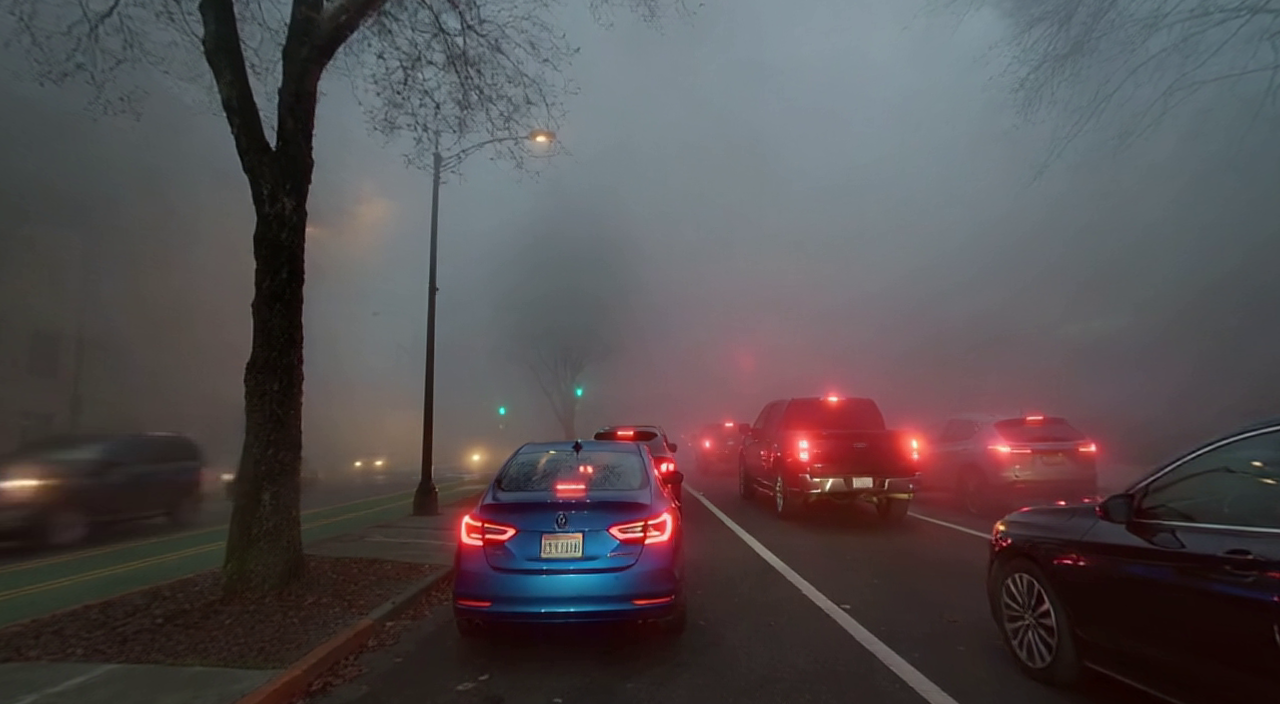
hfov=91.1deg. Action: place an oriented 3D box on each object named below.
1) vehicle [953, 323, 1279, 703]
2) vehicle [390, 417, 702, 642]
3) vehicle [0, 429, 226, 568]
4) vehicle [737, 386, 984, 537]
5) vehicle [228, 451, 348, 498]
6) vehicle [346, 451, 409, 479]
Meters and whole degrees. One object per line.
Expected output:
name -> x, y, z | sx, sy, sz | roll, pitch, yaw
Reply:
vehicle -> 3.158, 0.760, 2.077 | 1.982, 1.709, 4.427 | 0, -9, 1
vehicle -> -0.582, 1.502, 6.332 | 2.111, 1.506, 4.018 | 0, -9, 2
vehicle -> -8.943, 2.087, 9.578 | 1.986, 1.712, 4.686 | 0, -8, 1
vehicle -> 3.520, 1.956, 11.706 | 2.444, 2.098, 5.766 | 0, -9, -1
vehicle -> -12.653, 4.398, 22.916 | 1.926, 1.519, 4.104 | 0, -9, 1
vehicle -> -15.848, 6.810, 38.156 | 1.966, 1.563, 4.203 | 0, -9, 1
